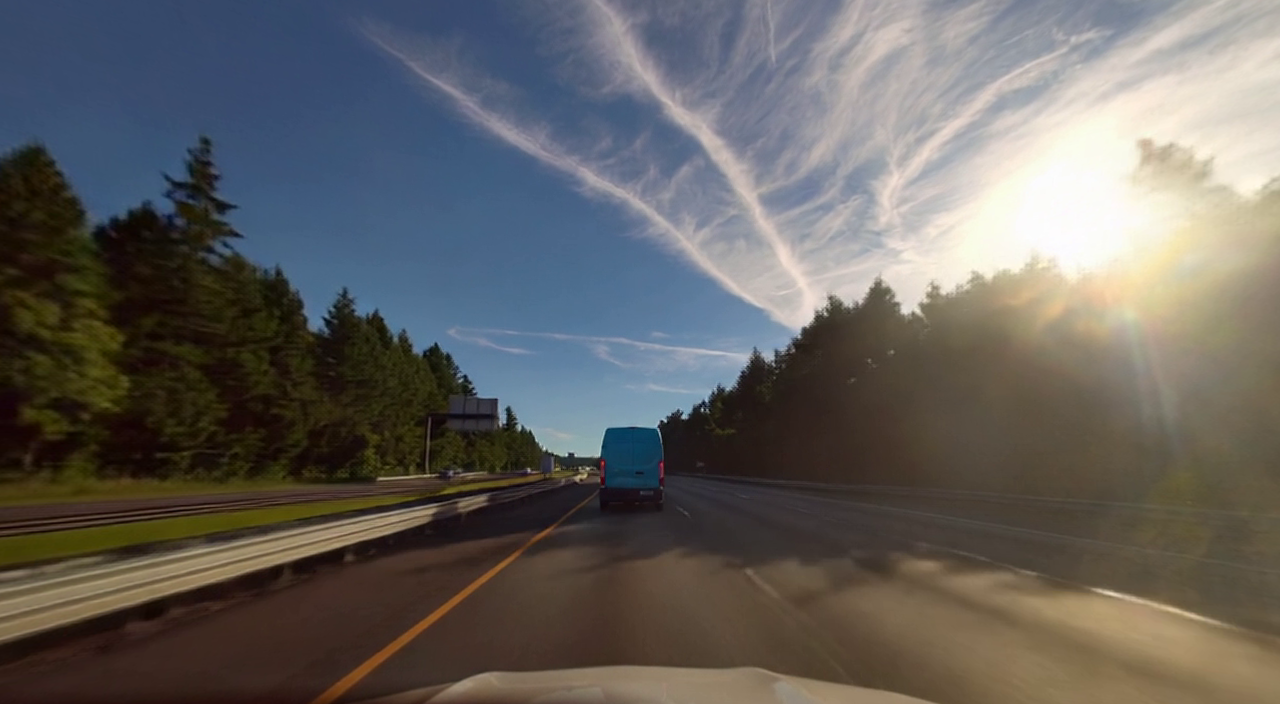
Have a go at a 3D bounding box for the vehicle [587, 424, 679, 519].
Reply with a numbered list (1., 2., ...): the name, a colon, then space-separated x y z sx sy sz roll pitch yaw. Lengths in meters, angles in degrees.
1. vehicle: -0.325 3.665 19.486 2.375 2.432 6.161 1 -10 -3
